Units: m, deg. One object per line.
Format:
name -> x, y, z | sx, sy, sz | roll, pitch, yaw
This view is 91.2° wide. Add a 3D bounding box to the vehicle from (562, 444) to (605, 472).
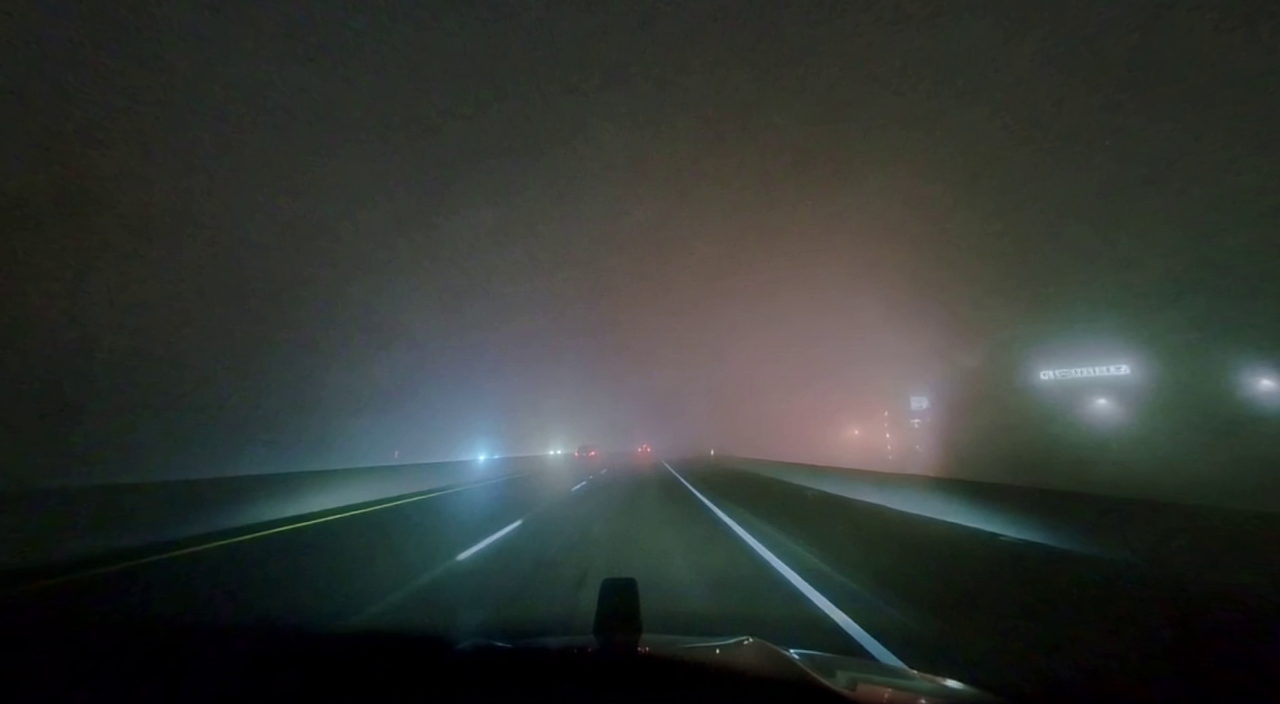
vehicle -> -3.522, 6.766, 40.187 | 2.268, 1.600, 4.724 | -1, -9, 1
